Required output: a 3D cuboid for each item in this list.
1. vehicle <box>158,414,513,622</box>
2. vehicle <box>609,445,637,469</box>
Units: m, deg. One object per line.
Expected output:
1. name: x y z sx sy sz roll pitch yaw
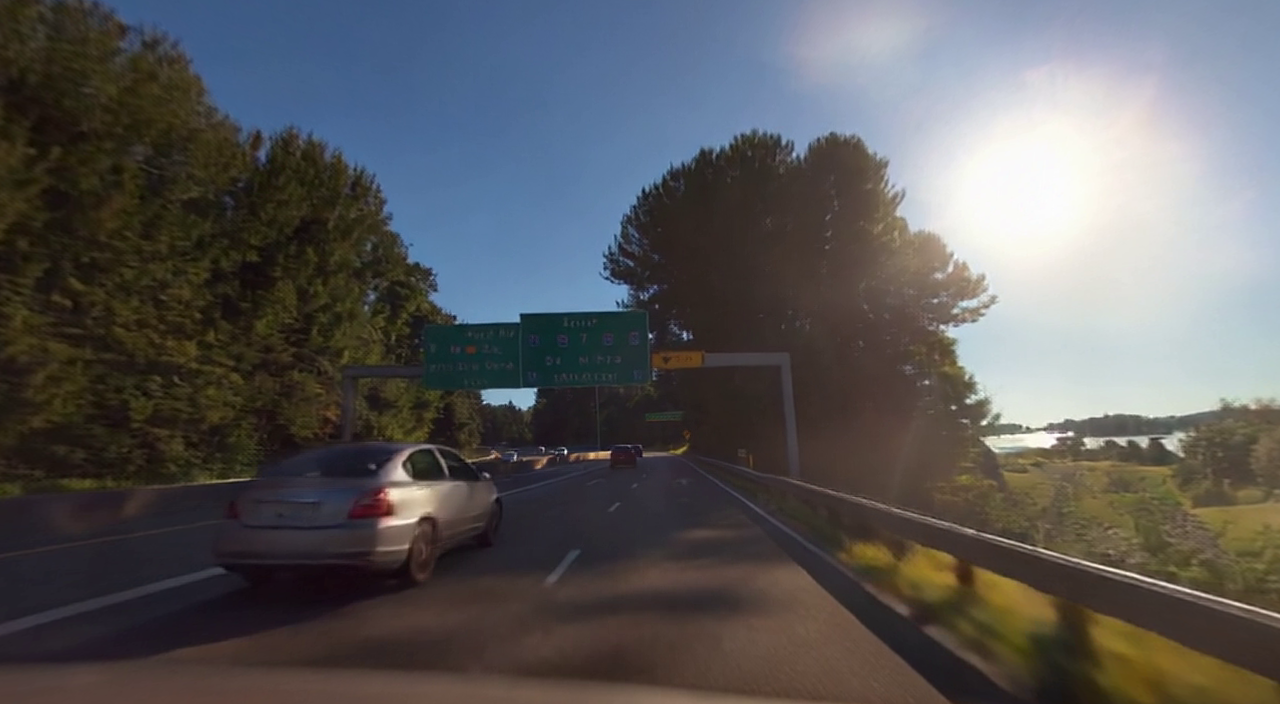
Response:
1. vehicle: -2.695 1.545 6.646 1.846 1.566 3.525 -1 -9 2
2. vehicle: -1.139 7.128 42.786 1.675 1.537 3.574 -1 -9 2
